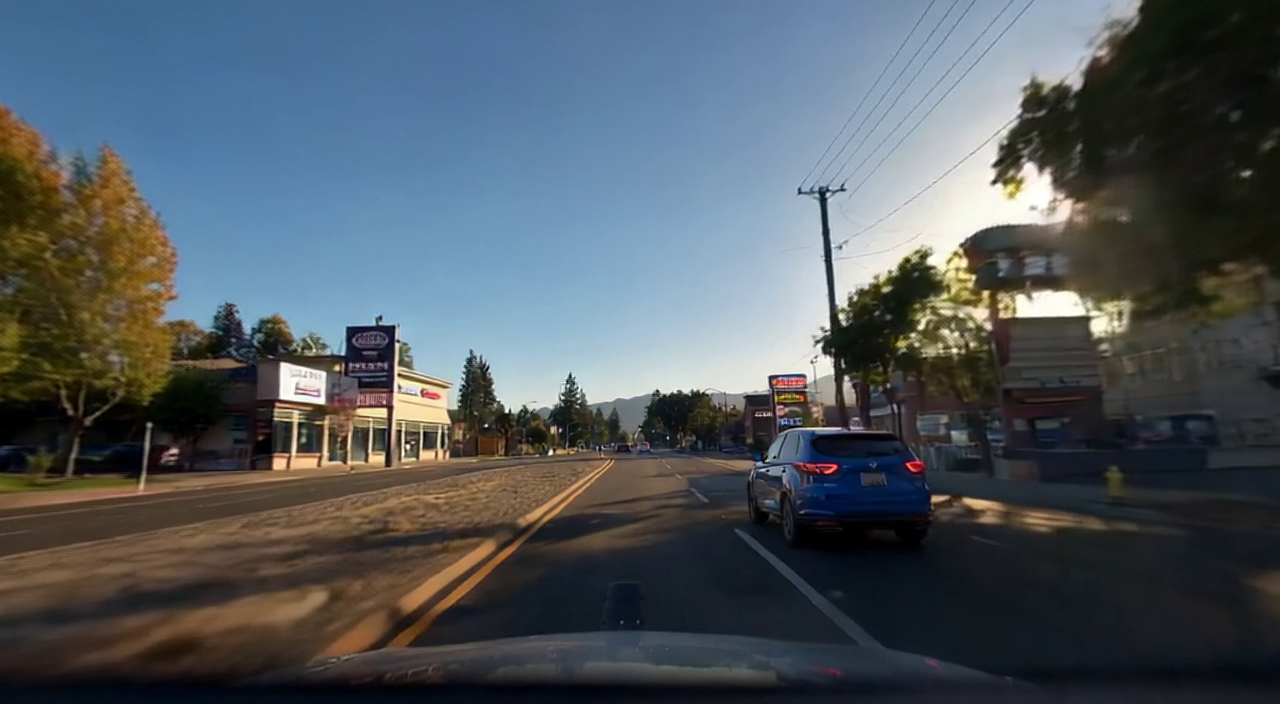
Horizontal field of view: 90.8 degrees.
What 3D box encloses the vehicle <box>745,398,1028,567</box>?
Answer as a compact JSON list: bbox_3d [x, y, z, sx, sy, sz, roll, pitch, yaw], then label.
[{"bbox_3d":[3.042,1.754,9.156,2.130,1.790,4.615,0,-9,-1],"label":"vehicle"}]
